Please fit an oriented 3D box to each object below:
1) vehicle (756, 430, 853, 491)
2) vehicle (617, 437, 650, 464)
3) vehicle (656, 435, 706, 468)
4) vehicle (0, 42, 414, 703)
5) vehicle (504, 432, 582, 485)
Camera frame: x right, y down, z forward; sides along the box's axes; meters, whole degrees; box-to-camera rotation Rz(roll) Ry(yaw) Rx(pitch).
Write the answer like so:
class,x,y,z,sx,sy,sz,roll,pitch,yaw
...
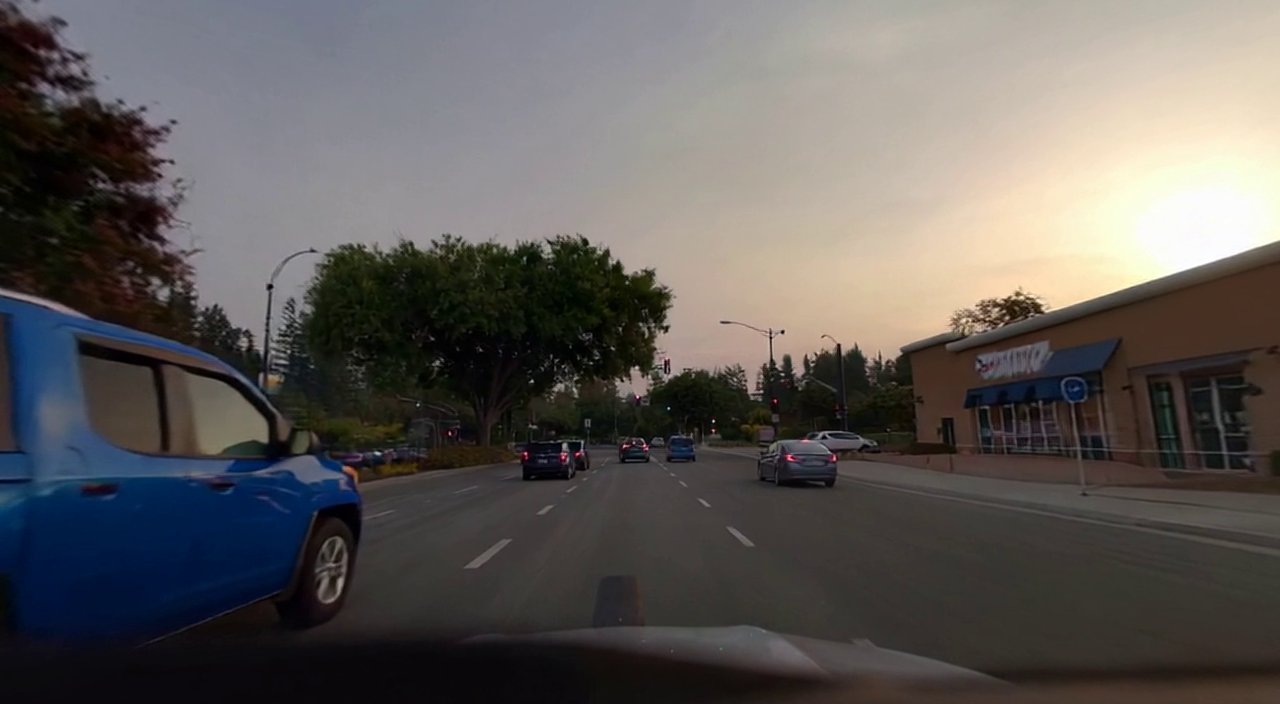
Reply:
class,x,y,z,sx,sy,sz,roll,pitch,yaw
vehicle,4.831,3.258,19.203,1.869,1.646,4.166,0,-9,1
vehicle,-0.463,6.823,43.709,2.130,1.725,4.223,0,-9,-1
vehicle,2.503,5.880,37.517,2.209,1.806,4.689,-2,-9,13
vehicle,-3.555,0.429,3.350,2.443,2.784,5.862,0,-9,1
vehicle,-3.349,3.791,22.712,2.030,1.724,4.365,0,-9,1
